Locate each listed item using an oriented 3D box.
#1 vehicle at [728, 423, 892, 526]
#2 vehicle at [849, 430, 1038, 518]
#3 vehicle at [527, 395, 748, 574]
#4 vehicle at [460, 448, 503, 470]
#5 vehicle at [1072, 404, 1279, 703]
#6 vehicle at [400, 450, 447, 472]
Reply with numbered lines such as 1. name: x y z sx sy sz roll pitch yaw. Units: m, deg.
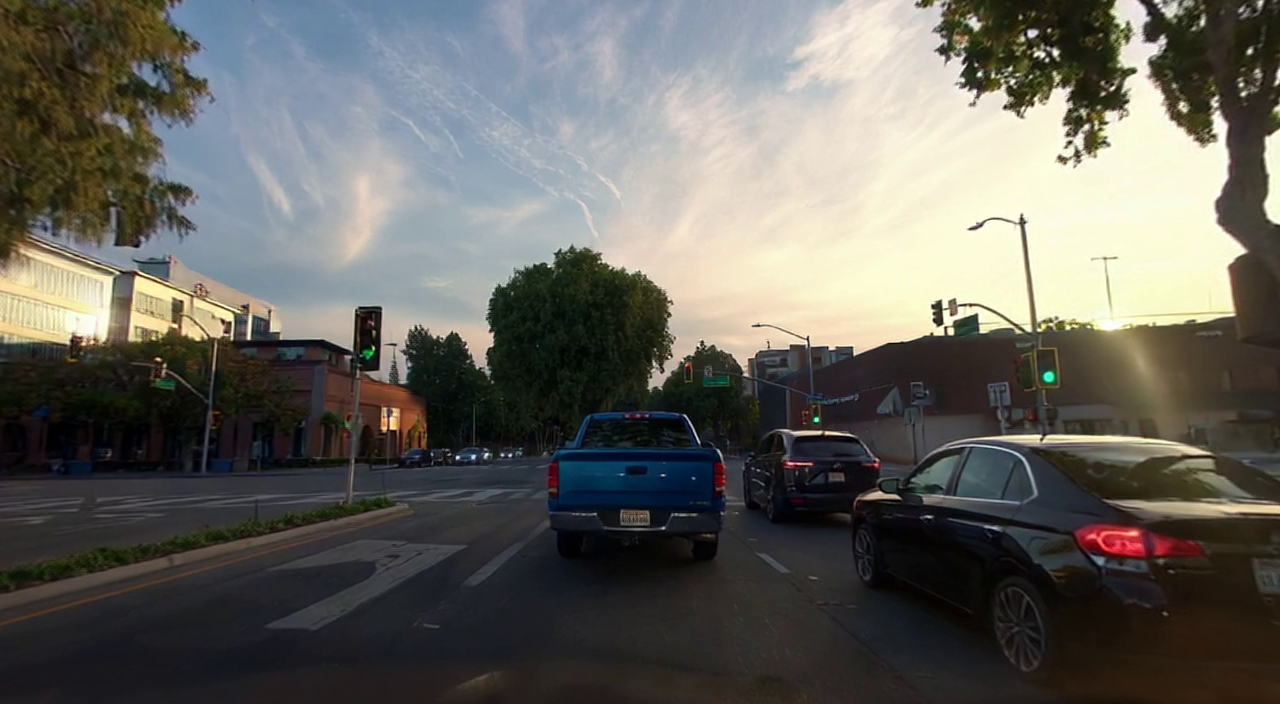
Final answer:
1. vehicle: 3.215 2.416 13.037 2.013 1.742 4.424 0 -8 -2
2. vehicle: 6.510 2.643 14.227 2.002 1.651 4.305 0 -8 -2
3. vehicle: -0.125 1.740 9.071 2.344 1.883 4.572 0 -8 -3
4. vehicle: -11.758 7.971 47.282 1.989 1.459 4.667 0 -8 0
5. vehicle: 3.247 0.735 0.965 2.057 1.463 4.365 0 -8 0
6. vehicle: -15.823 7.943 46.413 1.915 1.491 4.347 0 -8 0
